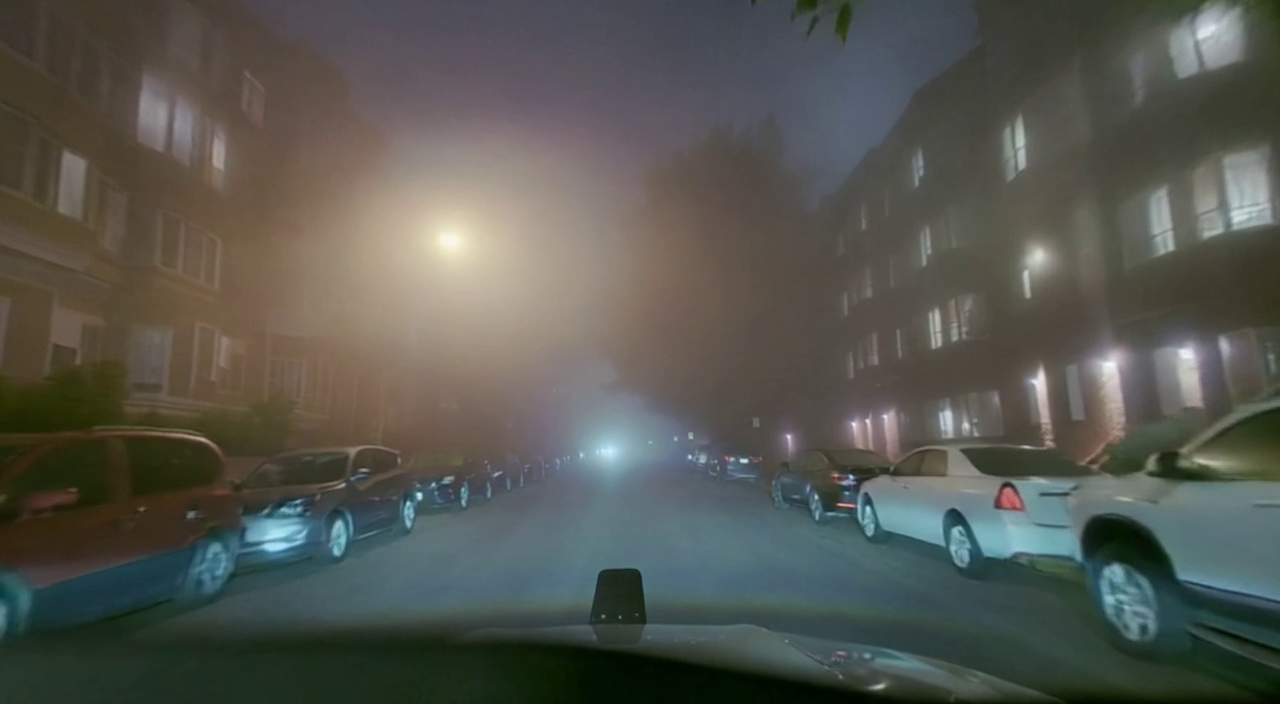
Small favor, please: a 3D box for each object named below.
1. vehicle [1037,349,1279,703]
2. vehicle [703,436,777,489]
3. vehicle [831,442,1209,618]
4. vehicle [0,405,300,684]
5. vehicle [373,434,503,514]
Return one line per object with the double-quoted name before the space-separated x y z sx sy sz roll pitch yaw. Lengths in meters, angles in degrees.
"vehicle" 3.926 0.842 2.467 1.911 1.835 4.599 0 -8 3
"vehicle" 3.646 4.154 24.083 1.912 1.781 5.159 0 -8 -1
"vehicle" 4.101 1.931 8.042 1.707 1.528 4.812 0 -8 -2
"vehicle" -5.035 1.372 5.341 2.274 1.679 3.639 0 -8 0
"vehicle" -4.939 3.011 16.191 1.922 1.728 4.628 0 -8 -2
